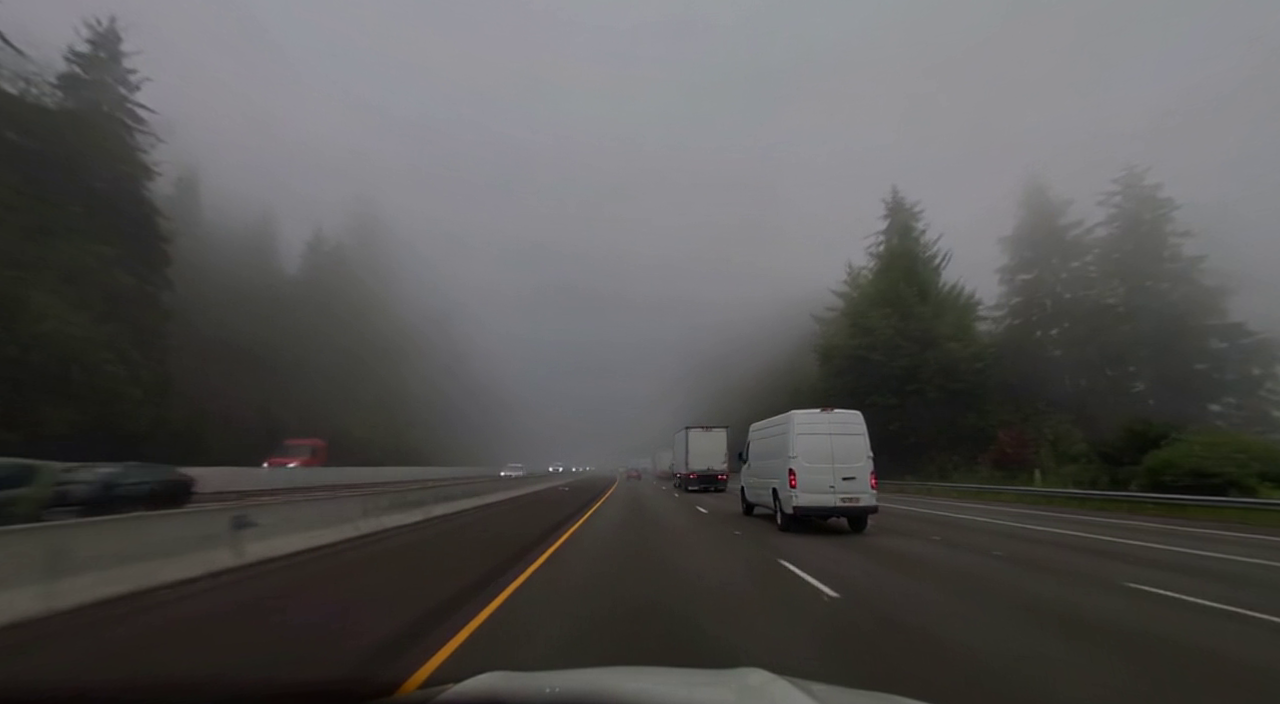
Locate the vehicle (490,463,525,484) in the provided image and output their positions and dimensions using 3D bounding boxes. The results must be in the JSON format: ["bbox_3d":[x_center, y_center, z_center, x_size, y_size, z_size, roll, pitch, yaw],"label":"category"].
[{"bbox_3d":[-10.028,9.216,47.831,1.866,1.458,4.041,1,-10,-1],"label":"vehicle"}]

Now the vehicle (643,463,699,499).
[{"bbox_3d":[1.333,5.847,28.690,2.081,1.453,4.300,1,-10,-3],"label":"vehicle"}]

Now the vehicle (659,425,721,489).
[{"bbox_3d":[3.463,8.091,47.761,2.897,4.071,14.327,1,-10,-3],"label":"vehicle"}]

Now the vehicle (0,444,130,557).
[{"bbox_3d":[-9.395,1.885,7.952,1.913,1.466,4.660,1,-10,0],"label":"vehicle"}]

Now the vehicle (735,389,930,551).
[{"bbox_3d":[3.590,2.435,13.150,2.291,2.639,5.280,1,-10,-1],"label":"vehicle"}]

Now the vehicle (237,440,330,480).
[{"bbox_3d":[-21.287,6.532,37.847,2.411,2.215,5.380,1,-10,-1],"label":"vehicle"}]
